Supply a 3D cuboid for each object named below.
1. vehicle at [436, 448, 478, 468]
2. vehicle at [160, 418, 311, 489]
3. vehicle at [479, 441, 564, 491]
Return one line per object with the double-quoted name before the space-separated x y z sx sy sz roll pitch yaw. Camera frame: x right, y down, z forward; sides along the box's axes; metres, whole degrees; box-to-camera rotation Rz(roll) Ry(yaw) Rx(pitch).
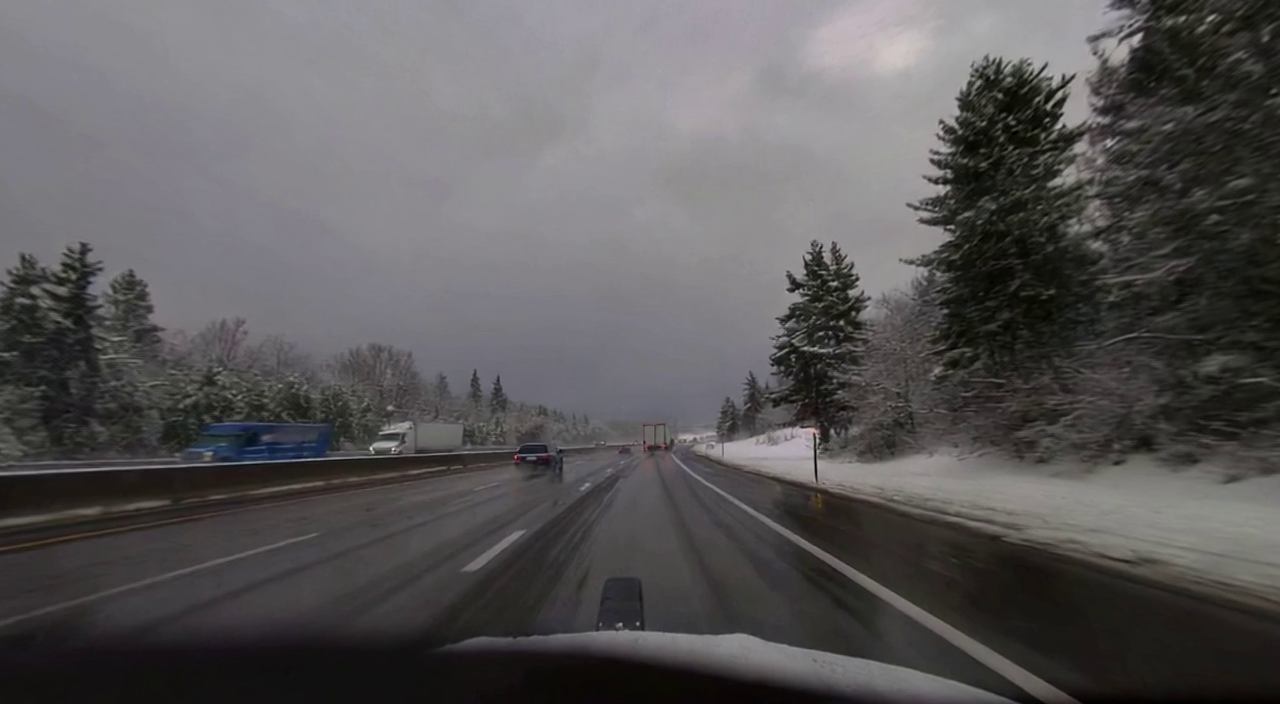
"vehicle" -14.307 8.290 49.556 1.859 1.497 4.390 0 -9 2
"vehicle" -18.953 4.848 30.205 2.581 2.972 6.723 0 -9 1
"vehicle" -3.758 3.689 20.748 1.943 1.460 3.961 0 -9 1
